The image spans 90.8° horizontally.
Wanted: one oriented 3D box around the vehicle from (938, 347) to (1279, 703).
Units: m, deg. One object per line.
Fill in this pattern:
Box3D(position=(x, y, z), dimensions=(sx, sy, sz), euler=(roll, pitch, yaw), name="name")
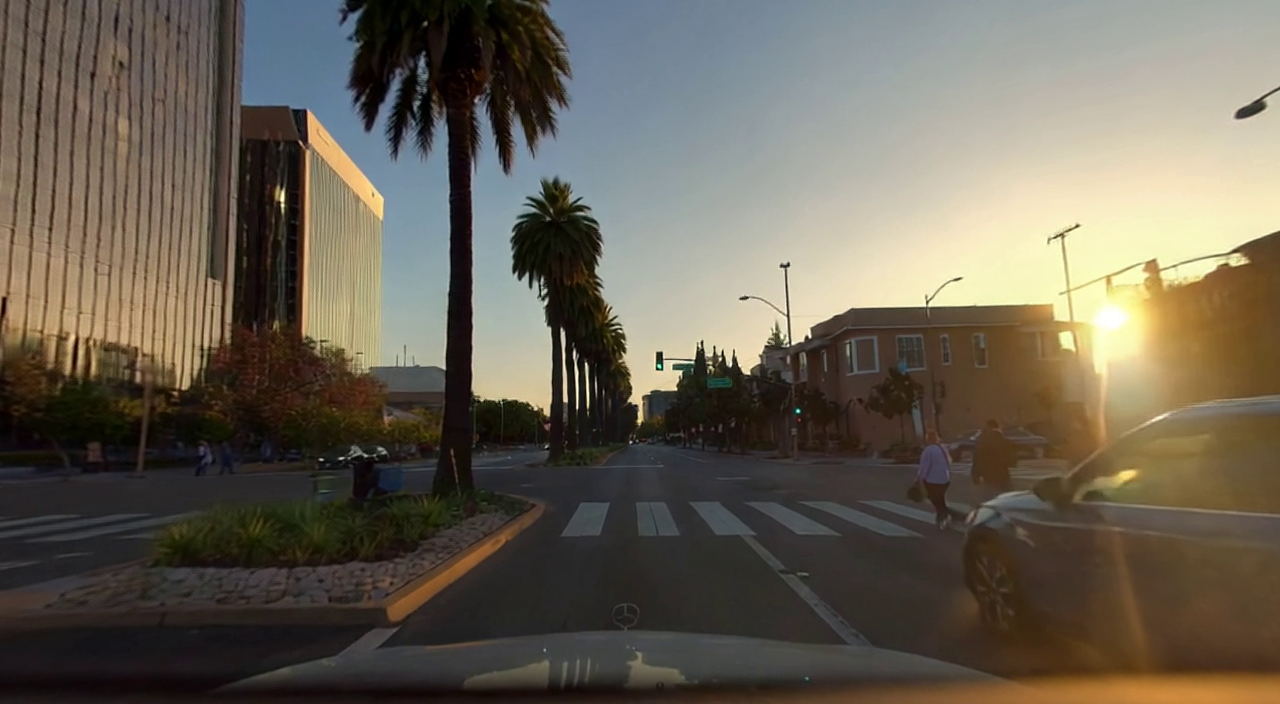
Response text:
Box3D(position=(3.343, 0.861, 2.676), dimensions=(2.060, 1.631, 4.169), euler=(0, -8, -1), name="vehicle")
